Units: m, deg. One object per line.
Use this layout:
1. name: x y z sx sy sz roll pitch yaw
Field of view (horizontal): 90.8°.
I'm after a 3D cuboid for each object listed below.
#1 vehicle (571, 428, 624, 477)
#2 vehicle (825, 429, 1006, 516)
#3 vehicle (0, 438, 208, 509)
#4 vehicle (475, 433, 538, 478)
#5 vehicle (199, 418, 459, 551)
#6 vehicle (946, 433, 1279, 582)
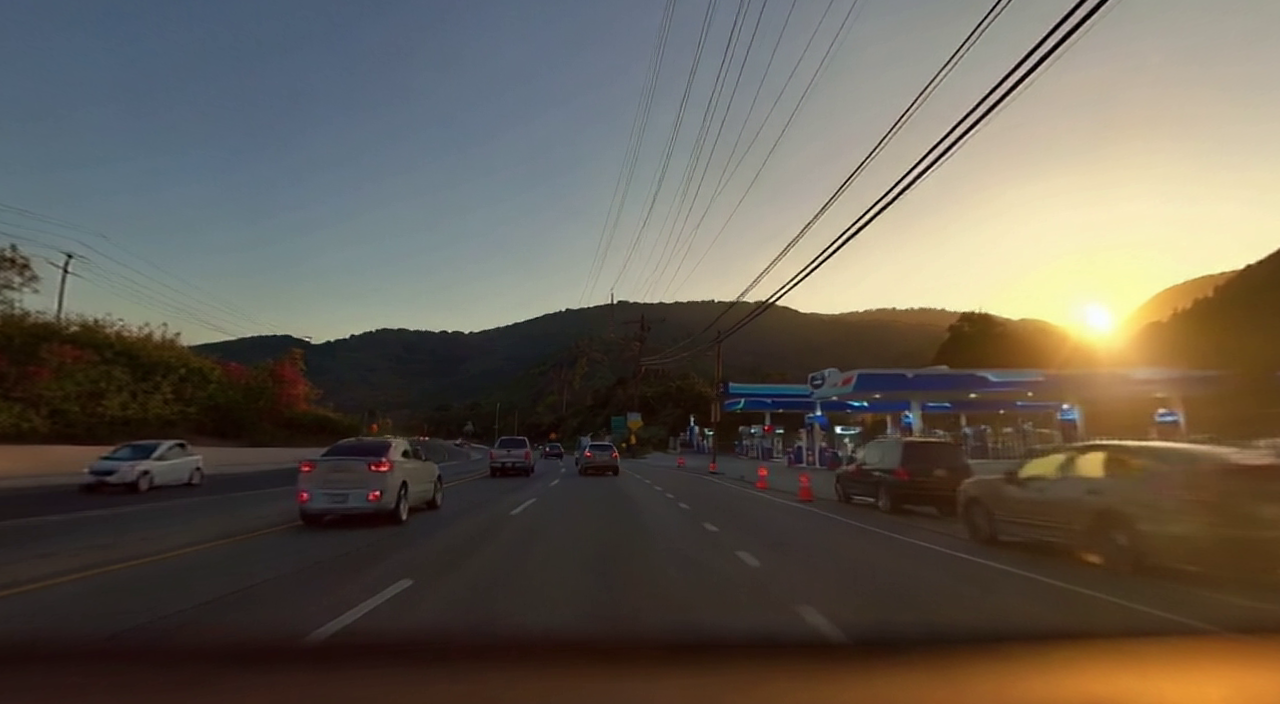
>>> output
1. vehicle: -2.268 5.157 32.666 2.486 2.280 5.291 1 -9 -6
2. vehicle: 6.340 2.814 15.279 2.058 1.747 4.585 1 -9 -4
3. vehicle: -13.795 3.096 16.612 1.930 1.591 4.408 0 -9 -3
4. vehicle: -6.440 5.078 31.195 2.345 2.012 5.693 1 -9 -5
5. vehicle: -4.759 2.085 10.665 2.185 1.721 4.550 0 -9 -2
6. vehicle: 6.362 1.941 8.844 1.877 1.503 4.653 0 -9 1
